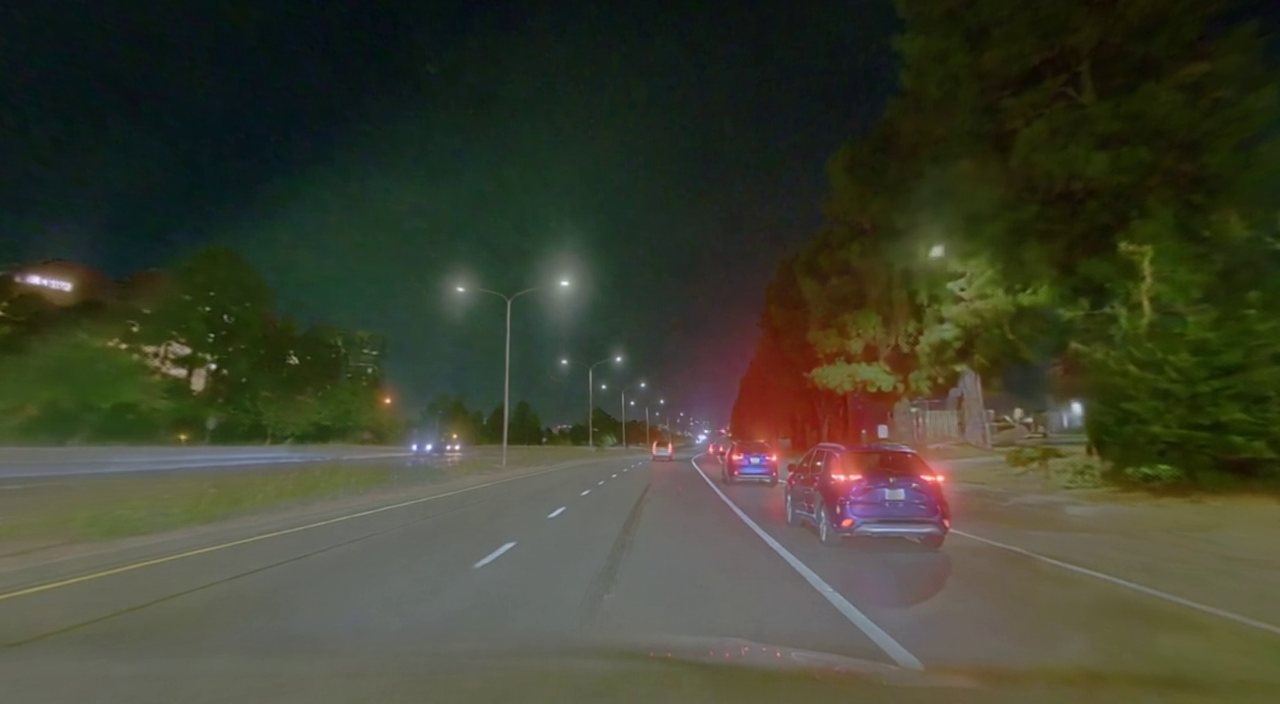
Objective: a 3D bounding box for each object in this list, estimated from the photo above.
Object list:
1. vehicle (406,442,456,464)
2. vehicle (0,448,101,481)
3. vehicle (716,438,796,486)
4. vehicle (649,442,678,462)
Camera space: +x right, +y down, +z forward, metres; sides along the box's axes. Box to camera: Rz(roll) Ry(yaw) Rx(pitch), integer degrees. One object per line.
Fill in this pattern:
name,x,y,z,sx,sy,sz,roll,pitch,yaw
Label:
vehicle,-15.200,7.351,46.063,2.055,1.495,4.772,0,-8,0
vehicle,-27.659,5.074,28.575,4.456,1.428,1.950,1,-8,-6
vehicle,3.941,3.807,22.149,1.981,1.499,4.536,0,-8,0
vehicle,1.891,7.871,49.651,2.059,1.477,3.988,-1,-8,5
